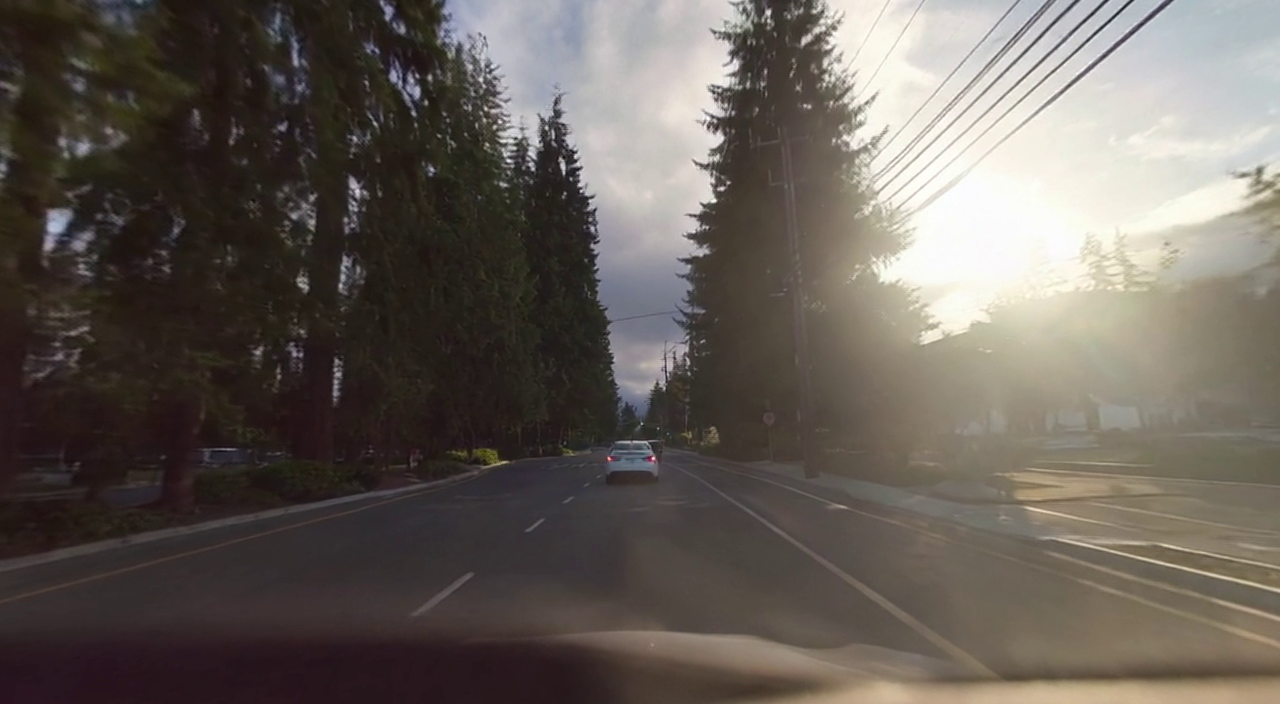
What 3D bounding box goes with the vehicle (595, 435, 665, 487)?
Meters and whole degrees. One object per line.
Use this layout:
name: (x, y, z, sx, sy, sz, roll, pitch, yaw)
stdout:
vehicle: (-0.280, 3.433, 20.085, 1.991, 1.463, 3.988, 0, -8, 0)
